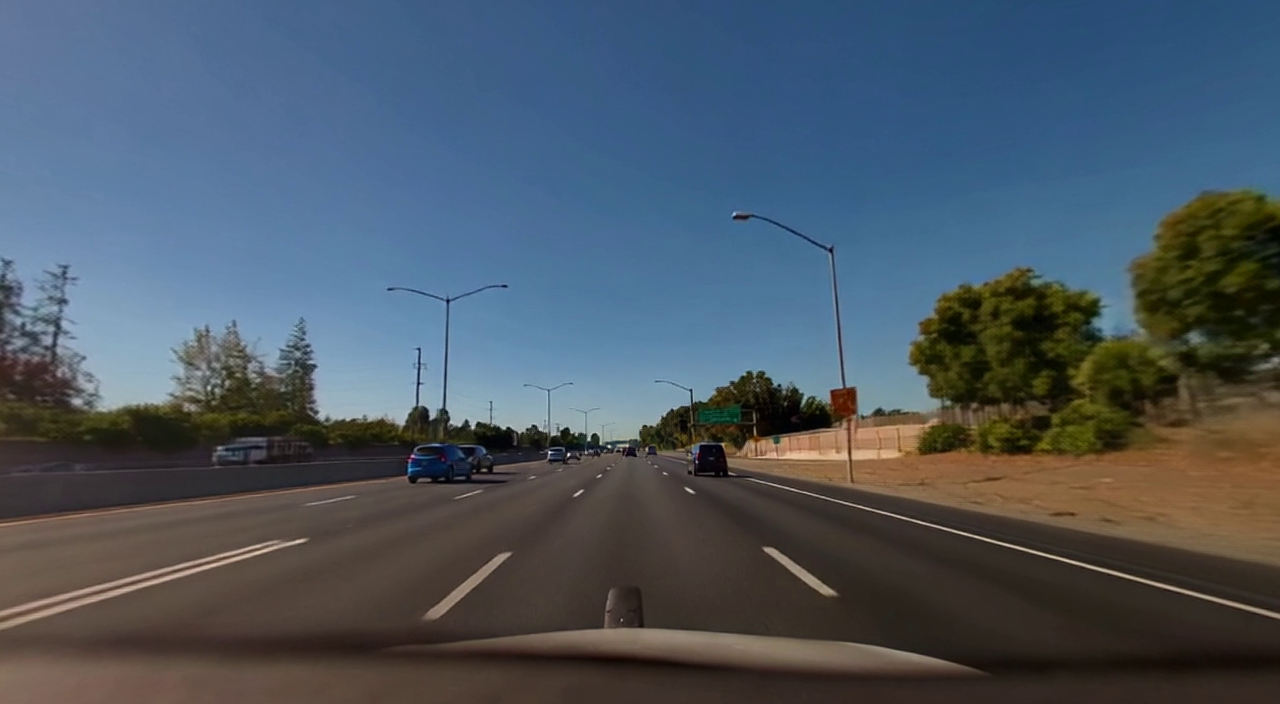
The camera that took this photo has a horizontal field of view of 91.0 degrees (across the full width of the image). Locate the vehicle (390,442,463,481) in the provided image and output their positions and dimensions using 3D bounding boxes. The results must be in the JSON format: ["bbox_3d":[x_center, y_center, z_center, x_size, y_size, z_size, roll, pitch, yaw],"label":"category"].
[{"bbox_3d":[-11.095,5.700,33.076,2.137,1.873,4.687,0,-9,0],"label":"vehicle"}]

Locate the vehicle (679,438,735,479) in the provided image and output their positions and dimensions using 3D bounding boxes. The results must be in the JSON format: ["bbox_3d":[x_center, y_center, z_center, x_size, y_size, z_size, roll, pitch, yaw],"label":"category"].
[{"bbox_3d":[3.276,5.324,31.703,2.184,1.892,4.763,0,-9,-1],"label":"vehicle"}]
